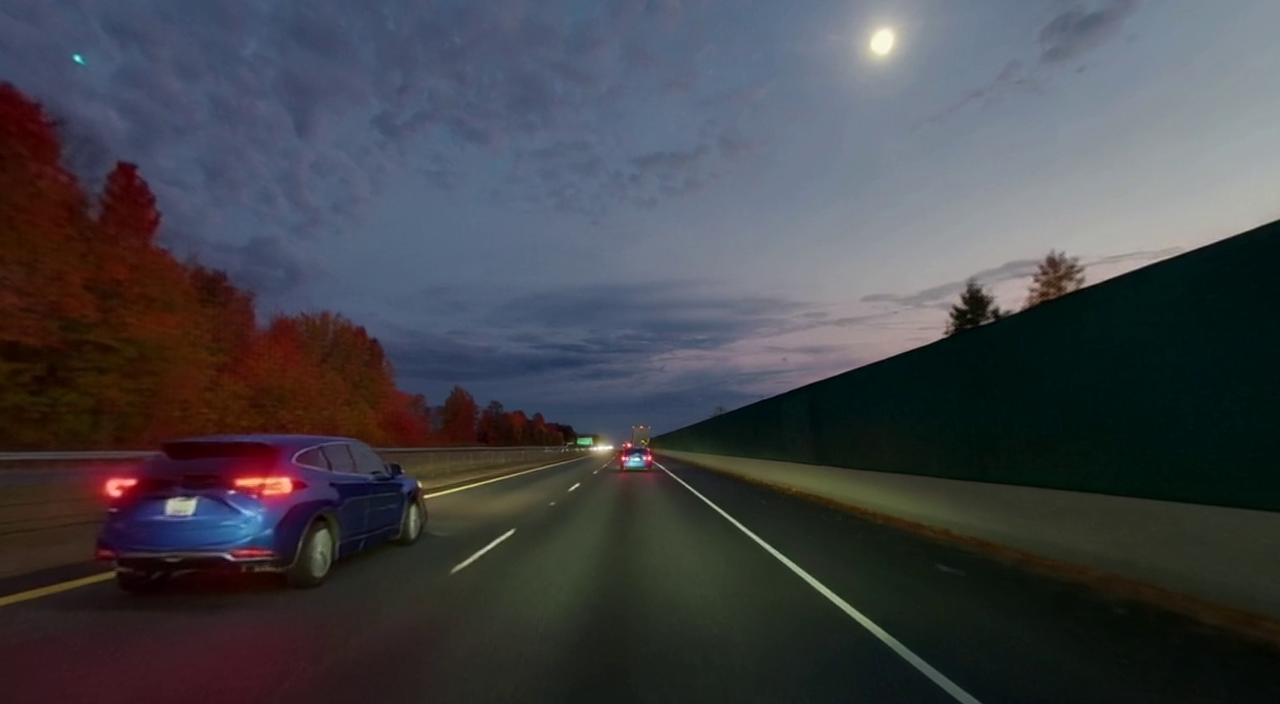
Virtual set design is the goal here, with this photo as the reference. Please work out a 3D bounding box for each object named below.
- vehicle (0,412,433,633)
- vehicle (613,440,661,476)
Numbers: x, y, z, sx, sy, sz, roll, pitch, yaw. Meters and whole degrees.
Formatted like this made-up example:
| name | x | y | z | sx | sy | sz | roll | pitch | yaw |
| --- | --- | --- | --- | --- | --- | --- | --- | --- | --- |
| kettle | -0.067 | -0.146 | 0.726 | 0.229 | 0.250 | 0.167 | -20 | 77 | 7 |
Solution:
| name | x | y | z | sx | sy | sz | roll | pitch | yaw |
| --- | --- | --- | --- | --- | --- | --- | --- | --- | --- |
| vehicle | -3.879 | 1.503 | 6.566 | 2.054 | 1.536 | 4.128 | 0 | -8 | 0 |
| vehicle | -0.165 | 4.793 | 28.703 | 2.057 | 1.516 | 4.065 | 0 | -8 | -1 |
